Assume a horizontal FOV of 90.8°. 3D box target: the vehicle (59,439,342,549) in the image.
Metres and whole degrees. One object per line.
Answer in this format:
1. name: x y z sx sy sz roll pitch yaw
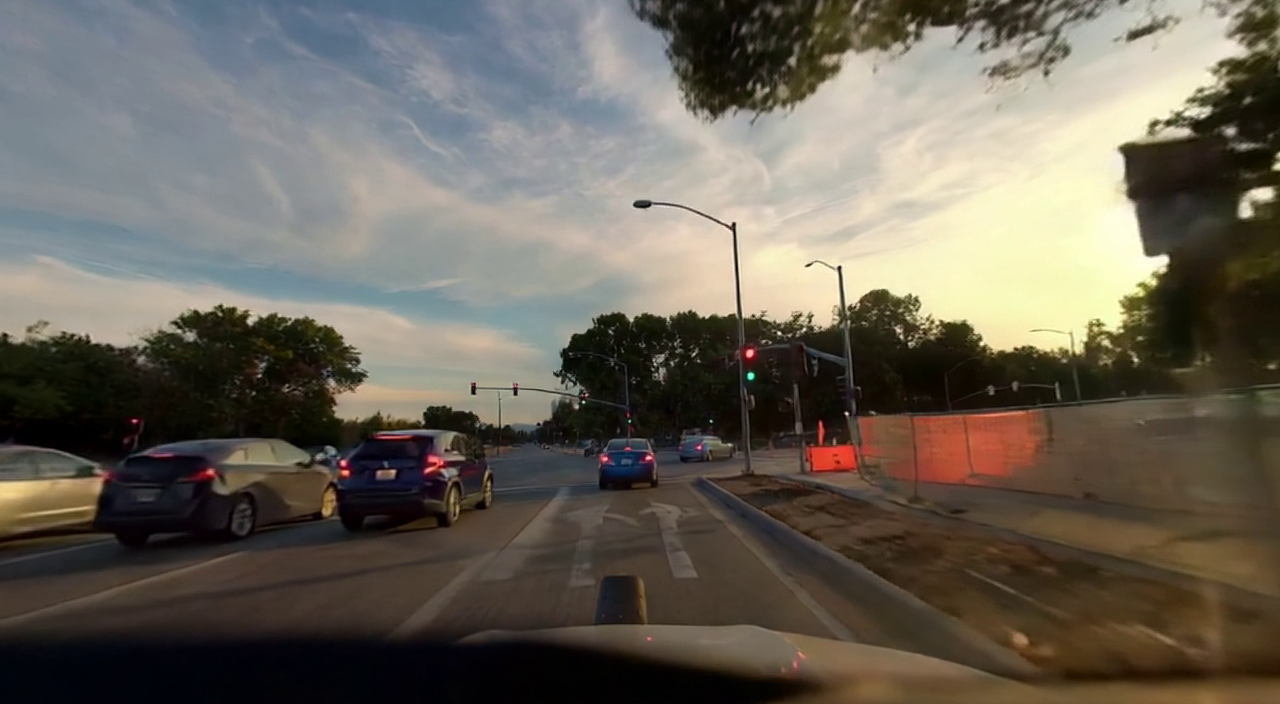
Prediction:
1. vehicle: -7.387 2.387 11.348 1.931 1.559 4.355 0 -9 0

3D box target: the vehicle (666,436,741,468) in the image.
1. vehicle: 3.266 5.038 31.963 1.873 1.477 4.467 -6 -10 33

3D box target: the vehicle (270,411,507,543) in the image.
1. vehicle: -4.097 2.148 11.524 2.240 1.844 5.043 0 -9 0

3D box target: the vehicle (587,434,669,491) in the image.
1. vehicle: -0.249 3.291 19.076 2.183 1.506 4.286 -1 -9 2
